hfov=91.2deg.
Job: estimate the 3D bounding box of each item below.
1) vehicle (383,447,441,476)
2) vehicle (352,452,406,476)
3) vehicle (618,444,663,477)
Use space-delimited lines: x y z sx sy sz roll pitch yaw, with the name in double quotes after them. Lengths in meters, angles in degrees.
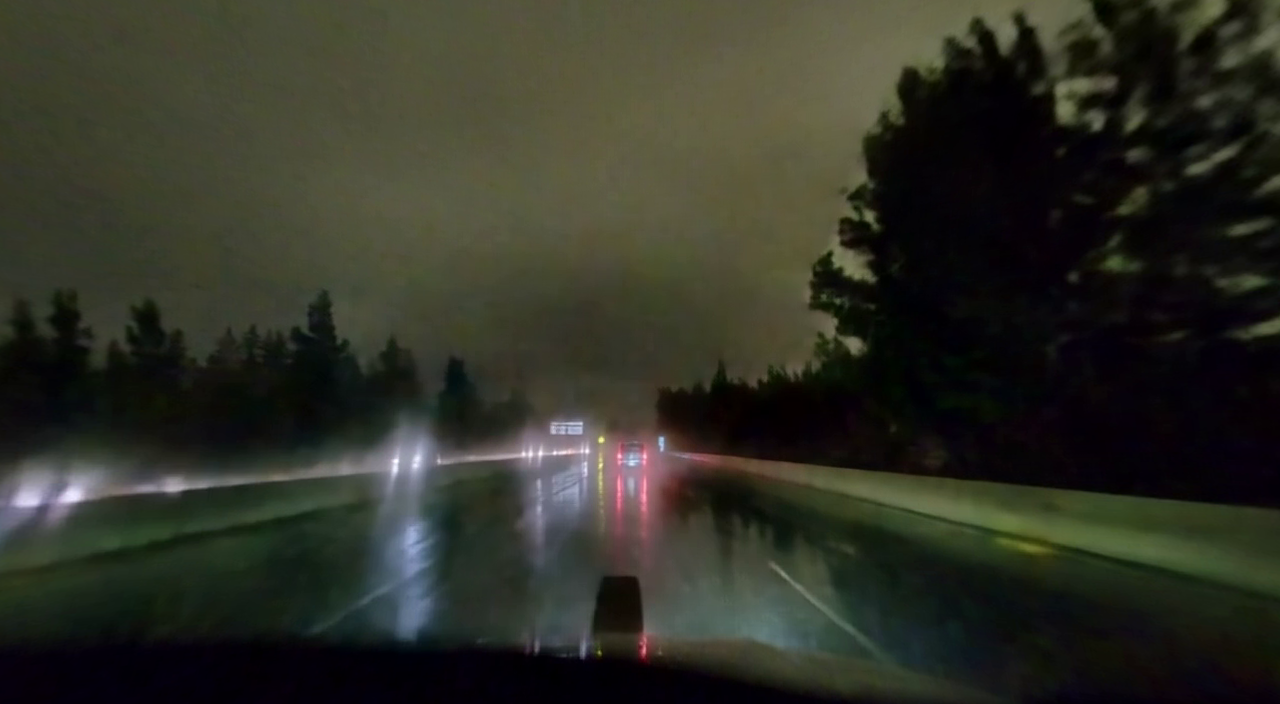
-14.251 6.866 39.480 1.970 1.692 4.464 0 -9 0 "vehicle"
-18.222 7.832 44.040 1.879 1.567 4.396 0 -9 0 "vehicle"
-0.008 5.405 31.430 2.095 1.537 4.017 0 -9 -1 "vehicle"
